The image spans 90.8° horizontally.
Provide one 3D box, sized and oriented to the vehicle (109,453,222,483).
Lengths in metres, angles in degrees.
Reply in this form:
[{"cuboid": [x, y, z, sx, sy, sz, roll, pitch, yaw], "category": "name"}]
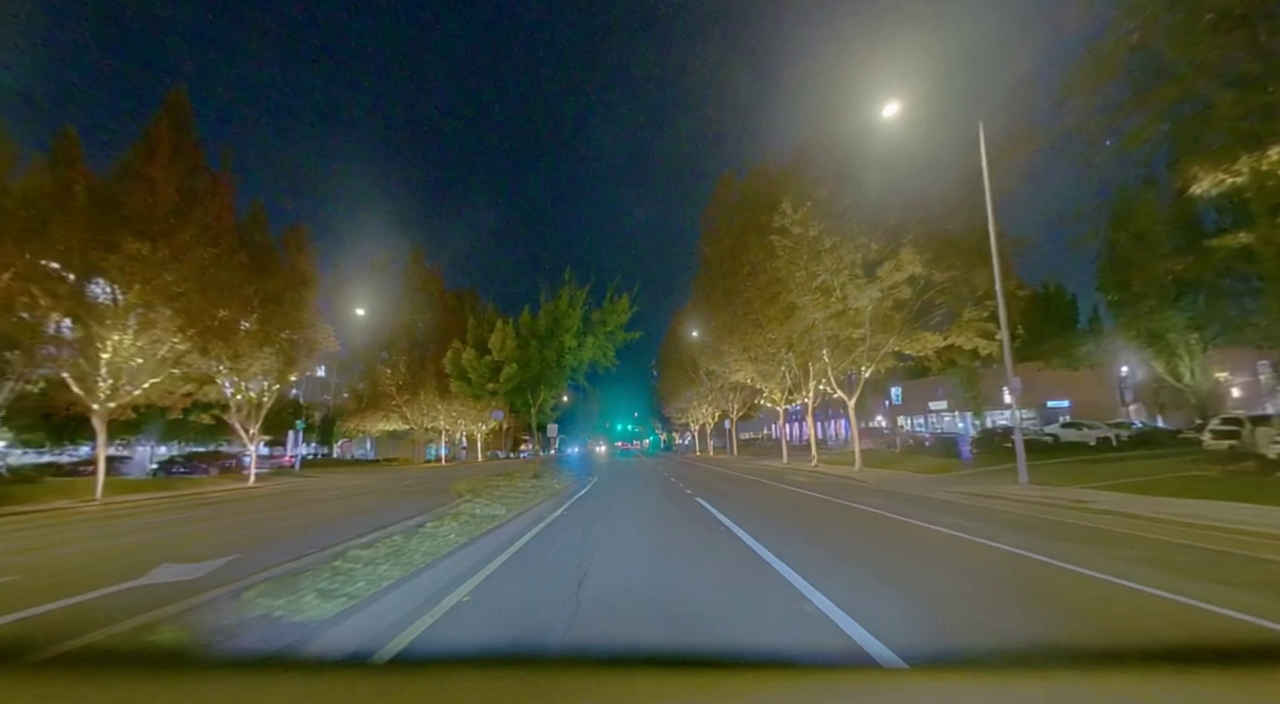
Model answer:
[{"cuboid": [-24.277, 5.934, 32.429, 4.213, 1.493, 1.875, 0, -8, -1], "category": "vehicle"}]
